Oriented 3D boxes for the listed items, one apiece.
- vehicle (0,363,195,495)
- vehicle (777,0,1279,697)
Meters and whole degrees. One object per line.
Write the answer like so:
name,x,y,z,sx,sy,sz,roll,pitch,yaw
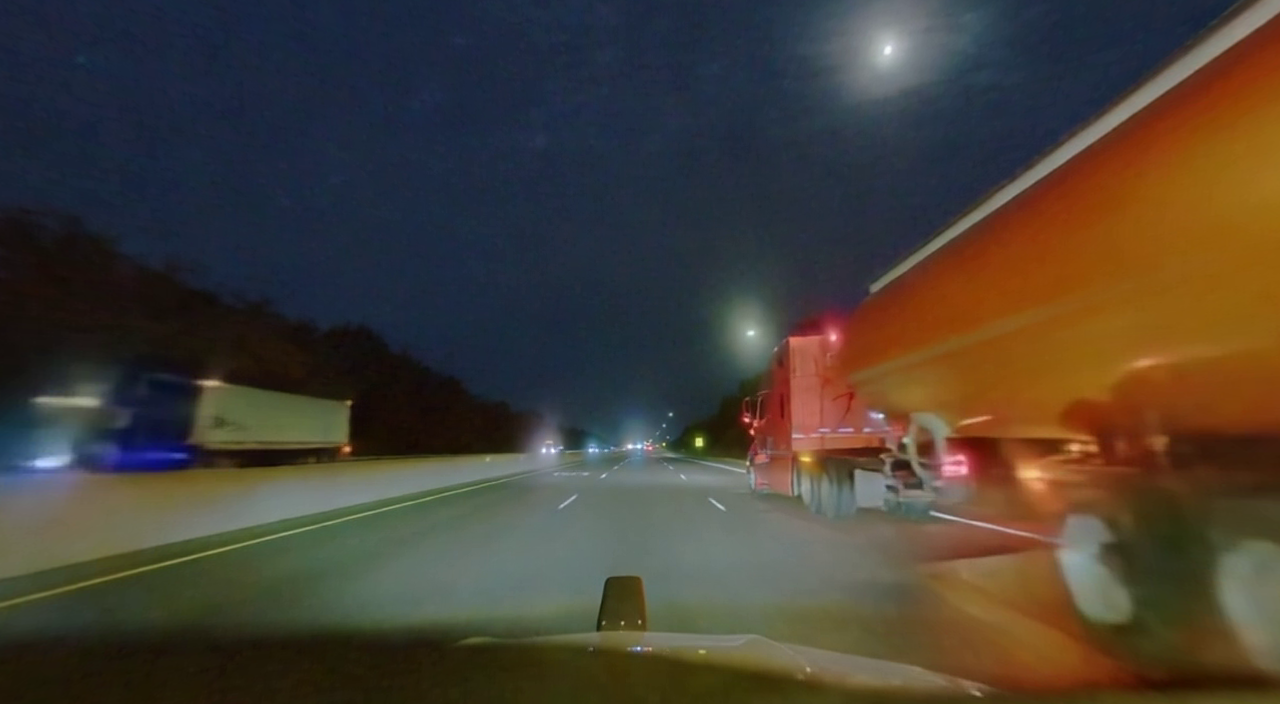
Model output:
vehicle,-19.007,2.715,21.553,2.983,3.887,5.918,0,-9,0
vehicle,4.353,0.012,6.118,2.784,4.080,13.516,-2,-9,-1
